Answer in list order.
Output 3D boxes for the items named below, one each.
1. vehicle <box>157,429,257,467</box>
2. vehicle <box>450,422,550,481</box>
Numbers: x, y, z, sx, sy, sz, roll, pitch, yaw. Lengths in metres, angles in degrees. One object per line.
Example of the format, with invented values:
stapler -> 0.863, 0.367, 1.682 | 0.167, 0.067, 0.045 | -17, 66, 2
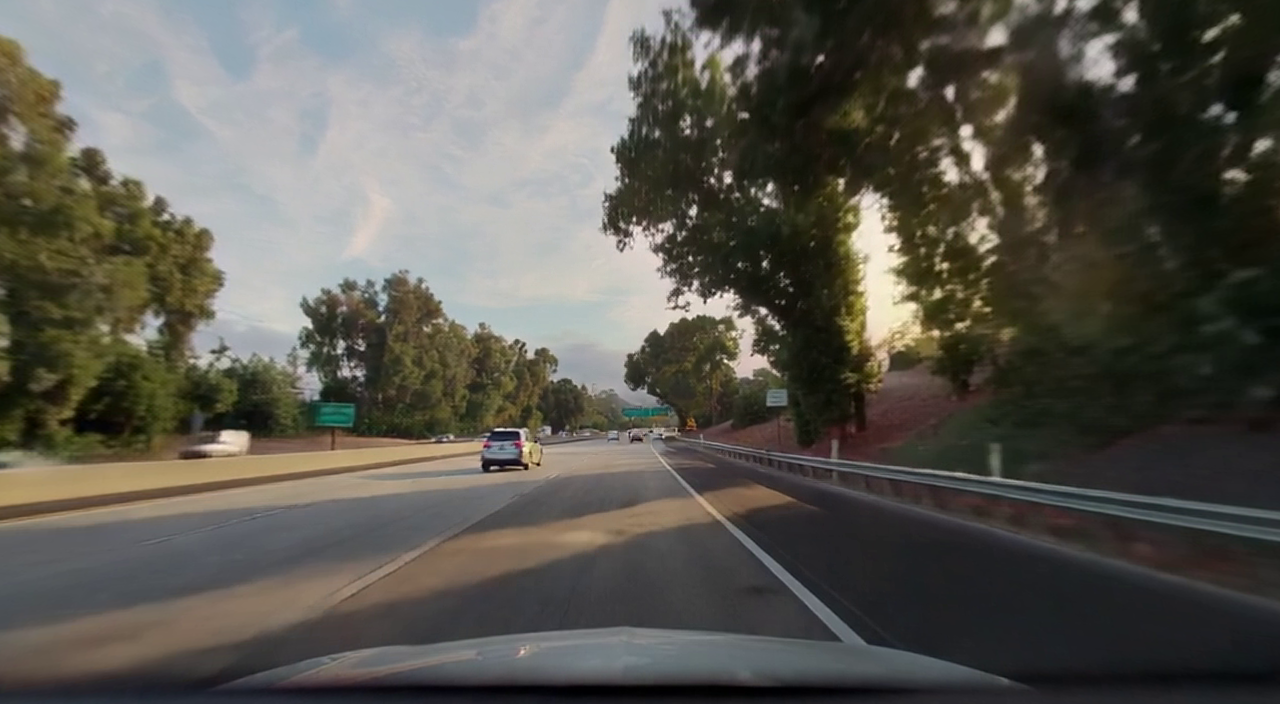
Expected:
vehicle -> -24.077, 5.349, 35.308 | 2.063, 1.952, 4.896 | 0, -8, 1
vehicle -> -4.222, 3.061, 19.779 | 2.052, 1.626, 4.514 | 0, -8, 0
